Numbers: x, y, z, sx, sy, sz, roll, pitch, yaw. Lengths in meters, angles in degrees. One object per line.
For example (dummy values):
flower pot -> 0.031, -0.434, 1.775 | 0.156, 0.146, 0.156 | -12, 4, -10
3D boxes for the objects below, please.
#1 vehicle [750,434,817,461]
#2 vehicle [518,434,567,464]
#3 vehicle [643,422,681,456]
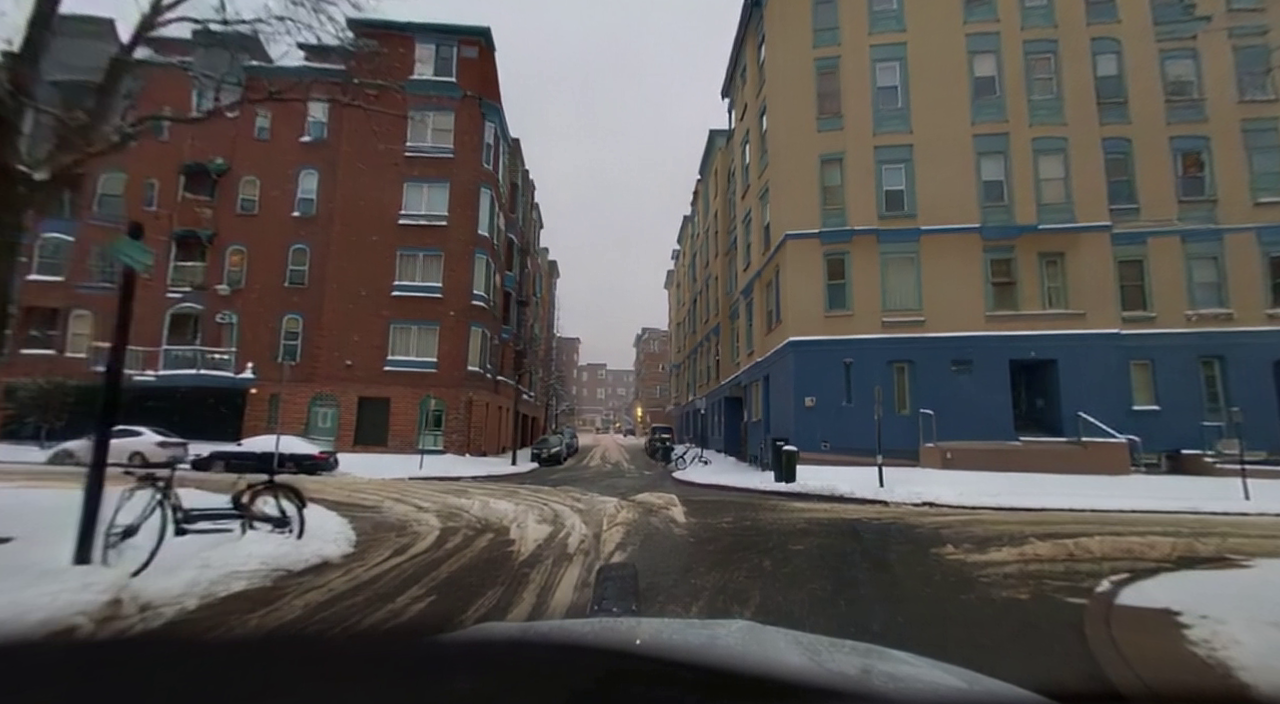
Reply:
vehicle -> 8.150, 5.450, 35.885 | 3.404, 1.431, 1.641 | 1, -8, -1
vehicle -> -4.839, 4.864, 31.690 | 1.897, 1.431, 3.741 | 0, -8, 0
vehicle -> 1.359, 5.646, 40.894 | 2.072, 2.074, 4.358 | 1, -8, -3
